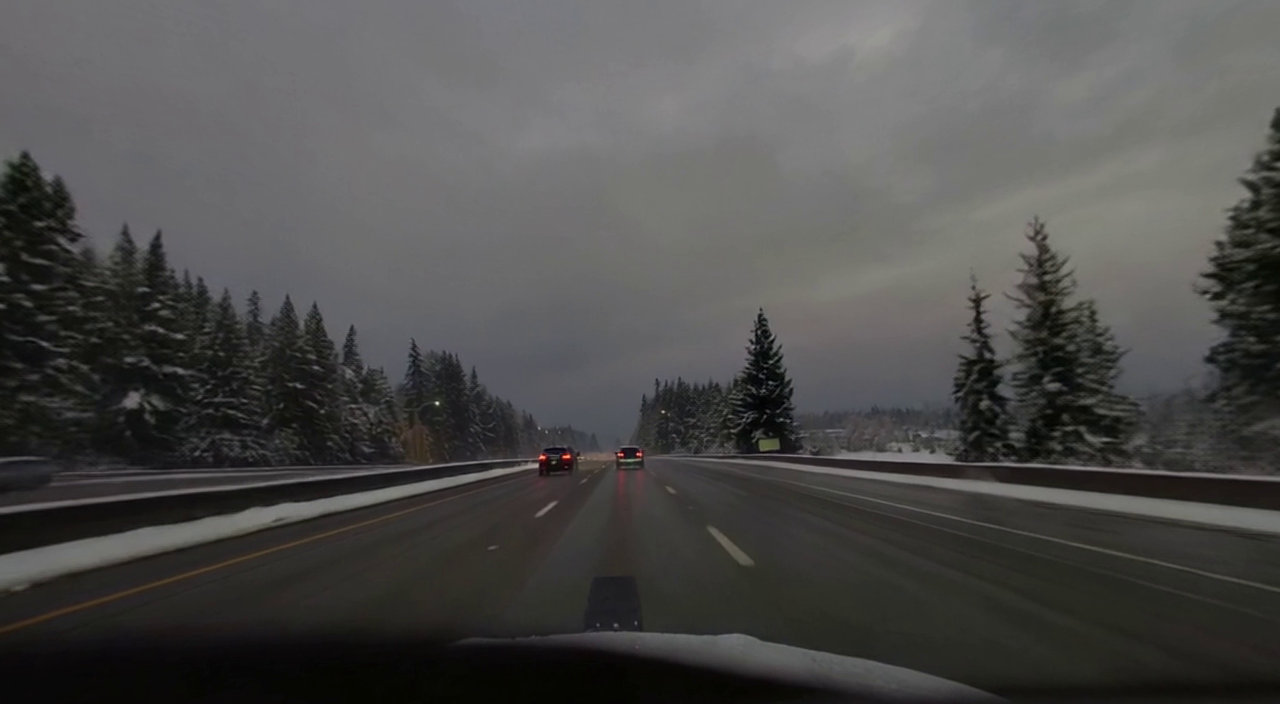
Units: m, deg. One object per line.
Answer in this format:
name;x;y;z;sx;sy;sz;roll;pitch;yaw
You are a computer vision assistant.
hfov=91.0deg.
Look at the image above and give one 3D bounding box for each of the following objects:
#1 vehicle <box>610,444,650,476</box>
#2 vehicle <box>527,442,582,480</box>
vehicle;-0.529;5.988;35.087;2.130;1.684;3.826;0;-9;0
vehicle;-4.182;5.395;31.516;2.130;1.741;4.665;0;-9;0
